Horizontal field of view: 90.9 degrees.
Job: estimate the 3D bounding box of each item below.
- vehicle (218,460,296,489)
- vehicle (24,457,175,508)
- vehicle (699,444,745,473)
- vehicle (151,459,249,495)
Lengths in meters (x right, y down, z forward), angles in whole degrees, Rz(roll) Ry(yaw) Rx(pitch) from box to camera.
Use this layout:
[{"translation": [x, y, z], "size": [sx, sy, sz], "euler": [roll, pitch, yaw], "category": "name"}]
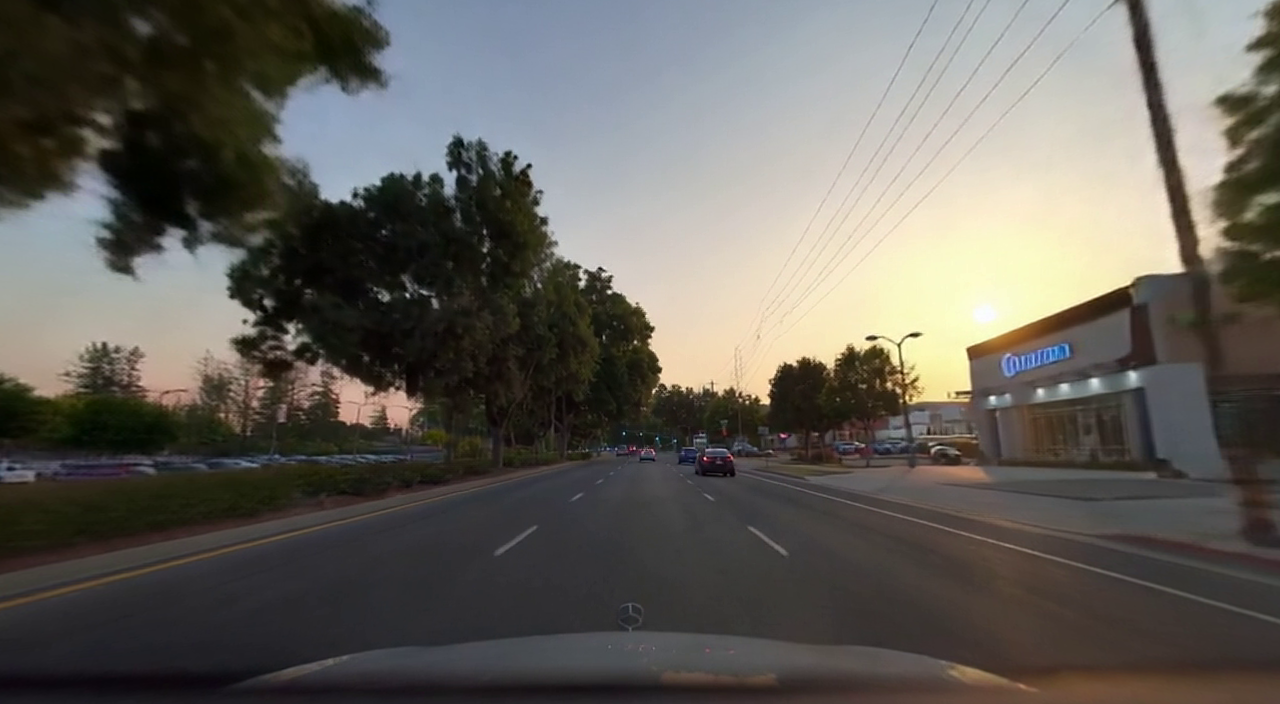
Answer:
[{"translation": [-22.584, 7.228, 37.398], "size": [1.841, 1.510, 4.389], "euler": [-1, -9, 0], "category": "vehicle"}, {"translation": [-22.414, 5.381, 26.499], "size": [1.939, 1.780, 5.057], "euler": [-1, -9, -2], "category": "vehicle"}, {"translation": [4.501, 5.898, 35.146], "size": [1.916, 1.459, 4.335], "euler": [0, -9, -1], "category": "vehicle"}, {"translation": [-22.602, 6.417, 32.611], "size": [1.674, 1.483, 4.741], "euler": [-4, -8, 1], "category": "vehicle"}]
